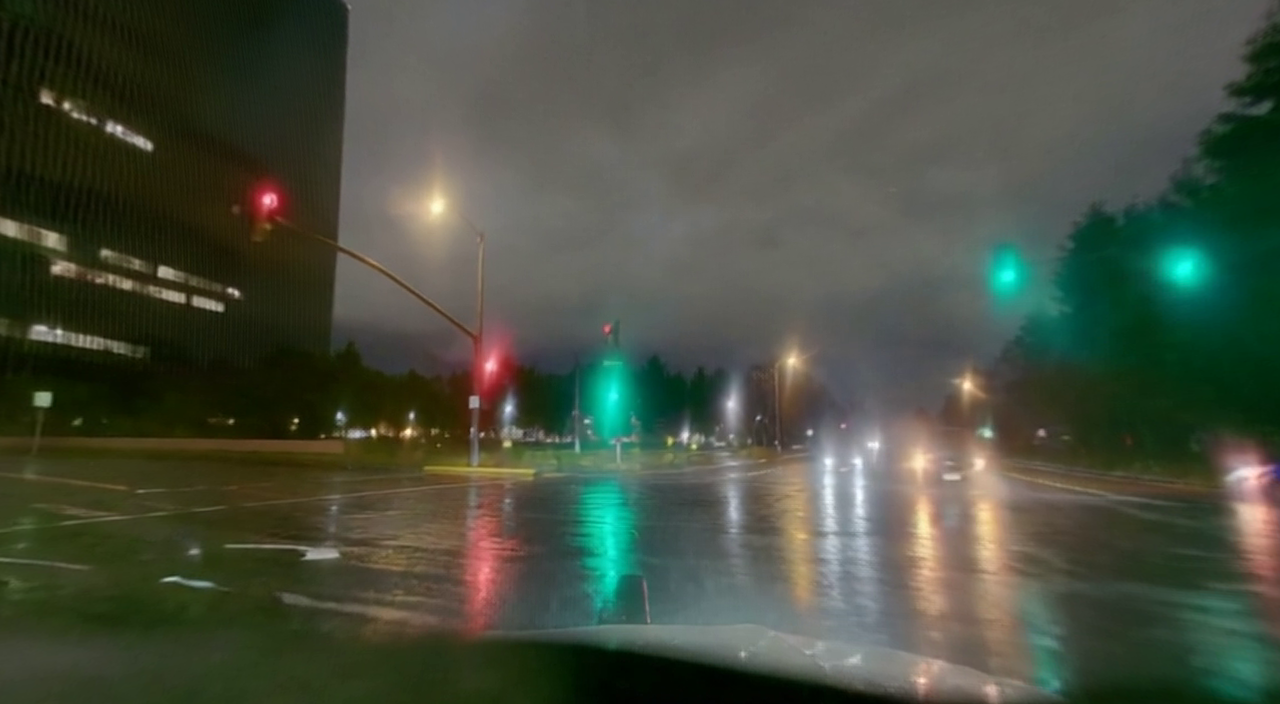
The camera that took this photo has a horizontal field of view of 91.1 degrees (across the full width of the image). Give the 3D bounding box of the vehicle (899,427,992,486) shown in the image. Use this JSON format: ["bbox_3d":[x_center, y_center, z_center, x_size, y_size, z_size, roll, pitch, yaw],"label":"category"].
[{"bbox_3d":[9.890,3.401,20.705,2.018,1.699,4.751,-3,-9,18],"label":"vehicle"}]

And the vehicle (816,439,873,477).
[{"bbox_3d":[9.053,4.585,27.548,2.068,1.486,4.664,-3,-9,21],"label":"vehicle"}]
